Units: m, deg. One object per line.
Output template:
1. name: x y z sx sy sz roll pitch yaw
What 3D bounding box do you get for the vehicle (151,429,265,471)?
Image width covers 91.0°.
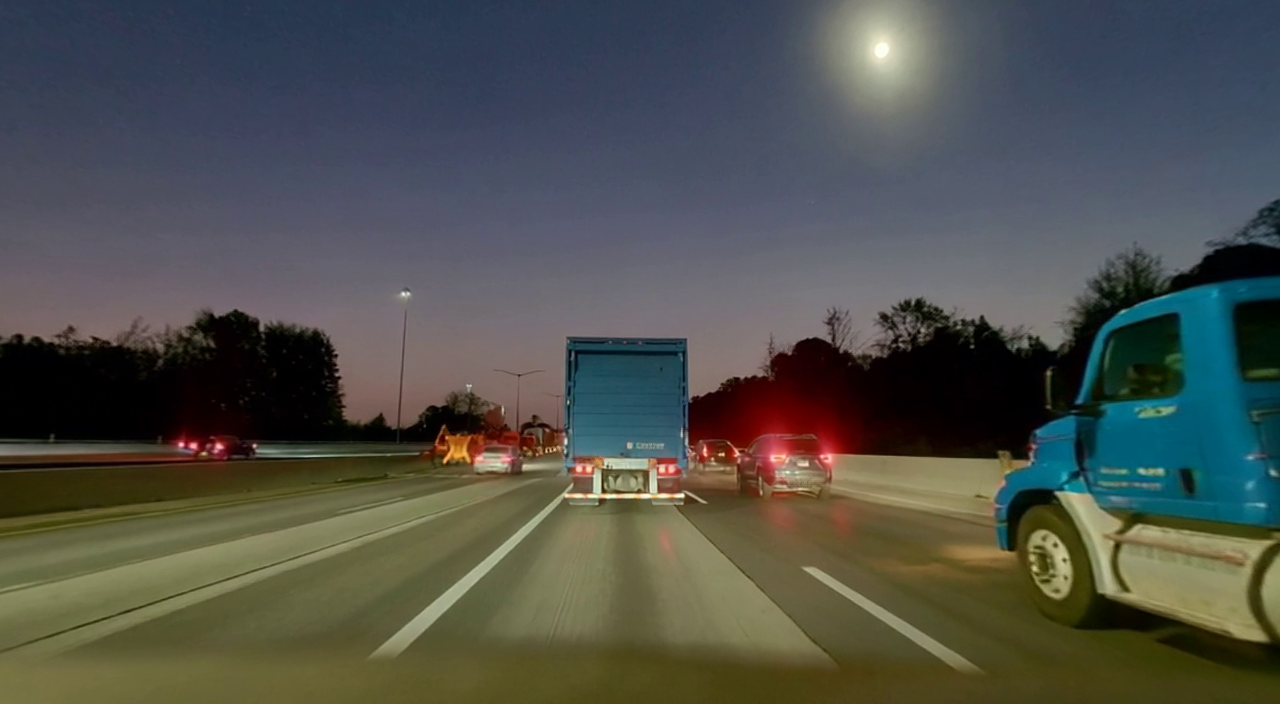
1. vehicle: -21.776 4.920 31.789 4.632 1.852 2.033 0 -8 16

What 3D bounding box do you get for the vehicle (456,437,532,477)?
1. vehicle: -5.904 4.332 26.110 2.014 1.477 4.595 0 -9 1

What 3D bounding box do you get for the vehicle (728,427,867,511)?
1. vehicle: 3.557 2.736 15.173 2.103 1.713 4.173 1 -9 -3

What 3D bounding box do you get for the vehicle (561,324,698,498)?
1. vehicle: -0.417 2.080 19.402 3.067 3.940 10.154 1 -9 -2

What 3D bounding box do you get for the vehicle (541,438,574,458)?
1. vehicle: -6.493 7.593 49.812 1.994 1.481 4.660 0 -9 0
